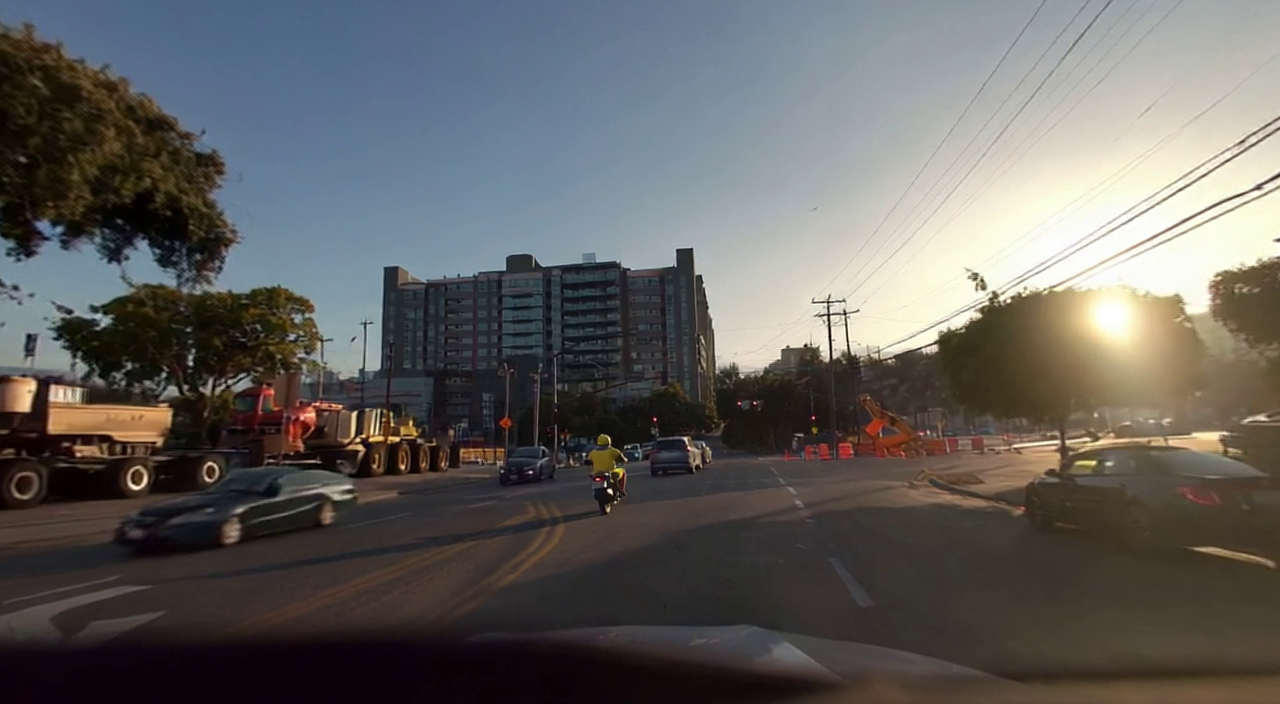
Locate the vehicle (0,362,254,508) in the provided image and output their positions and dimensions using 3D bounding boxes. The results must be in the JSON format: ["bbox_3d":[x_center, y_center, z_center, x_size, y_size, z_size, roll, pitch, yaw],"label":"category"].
[{"bbox_3d":[-15.072,2.291,17.011,2.990,3.144,9.080,-1,-8,5],"label":"vehicle"}]

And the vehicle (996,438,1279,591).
[{"bbox_3d":[6.837,1.893,8.351,1.973,1.457,4.522,-1,-8,6],"label":"vehicle"}]

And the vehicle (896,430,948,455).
[{"bbox_3d":[20.105,6.498,45.271,1.918,1.732,4.650,-1,-8,5],"label":"vehicle"}]

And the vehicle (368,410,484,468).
[{"bbox_3d":[-12.905,5.193,39.585,2.970,2.938,11.622,-3,-5,2],"label":"vehicle"}]

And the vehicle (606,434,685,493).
[{"bbox_3d":[0.275,3.405,19.621,1.925,1.602,4.090,-1,-8,8],"label":"vehicle"}]

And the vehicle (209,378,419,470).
[{"bbox_3d":[-13.761,3.360,28.239,2.996,3.170,10.153,-5,-9,7],"label":"vehicle"}]
